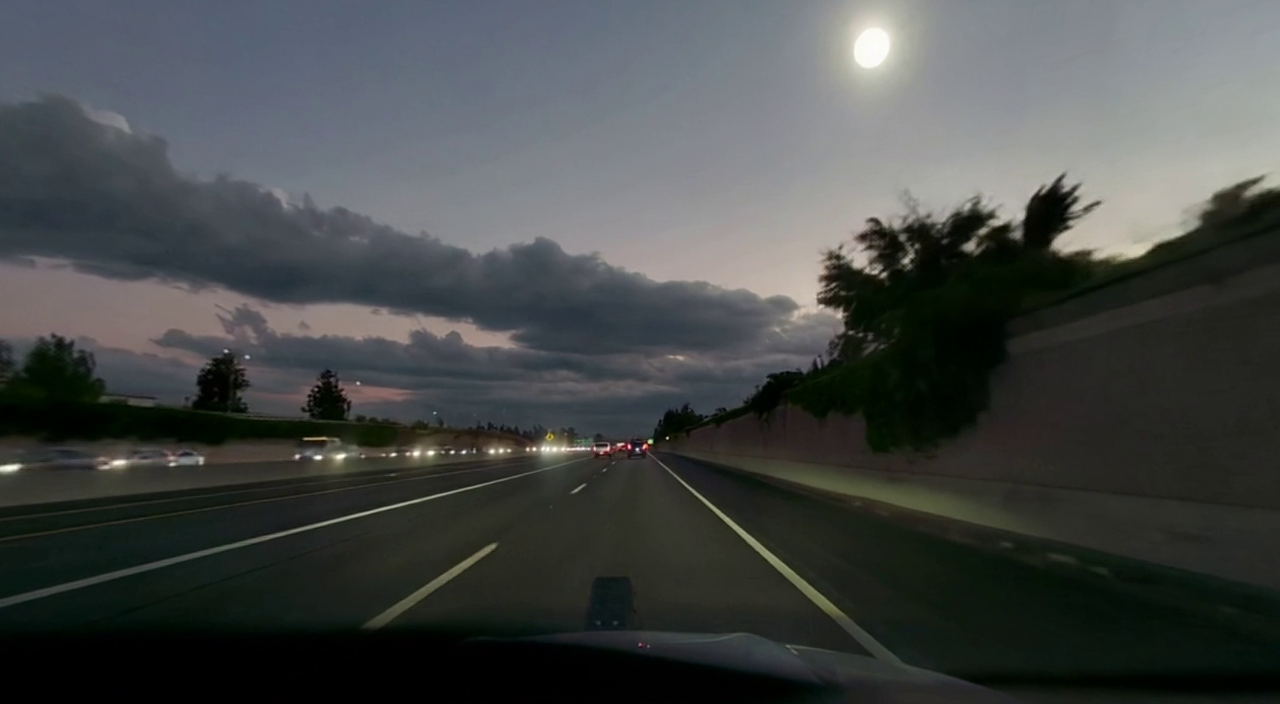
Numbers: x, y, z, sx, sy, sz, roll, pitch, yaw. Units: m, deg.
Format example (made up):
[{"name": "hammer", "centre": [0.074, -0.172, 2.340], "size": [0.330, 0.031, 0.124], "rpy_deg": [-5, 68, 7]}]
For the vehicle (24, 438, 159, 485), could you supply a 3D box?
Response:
[{"name": "vehicle", "centre": [-29.646, 5.911, 34.351], "size": [2.279, 2.293, 5.544], "rpy_deg": [0, -9, 0]}]

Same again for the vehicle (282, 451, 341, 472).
[{"name": "vehicle", "centre": [-25.956, 8.631, 49.995], "size": [2.033, 1.555, 4.737], "rpy_deg": [0, -9, 1]}]

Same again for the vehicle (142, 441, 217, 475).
[{"name": "vehicle", "centre": [-33.466, 7.684, 45.905], "size": [2.249, 2.289, 4.150], "rpy_deg": [0, -9, 0]}]
